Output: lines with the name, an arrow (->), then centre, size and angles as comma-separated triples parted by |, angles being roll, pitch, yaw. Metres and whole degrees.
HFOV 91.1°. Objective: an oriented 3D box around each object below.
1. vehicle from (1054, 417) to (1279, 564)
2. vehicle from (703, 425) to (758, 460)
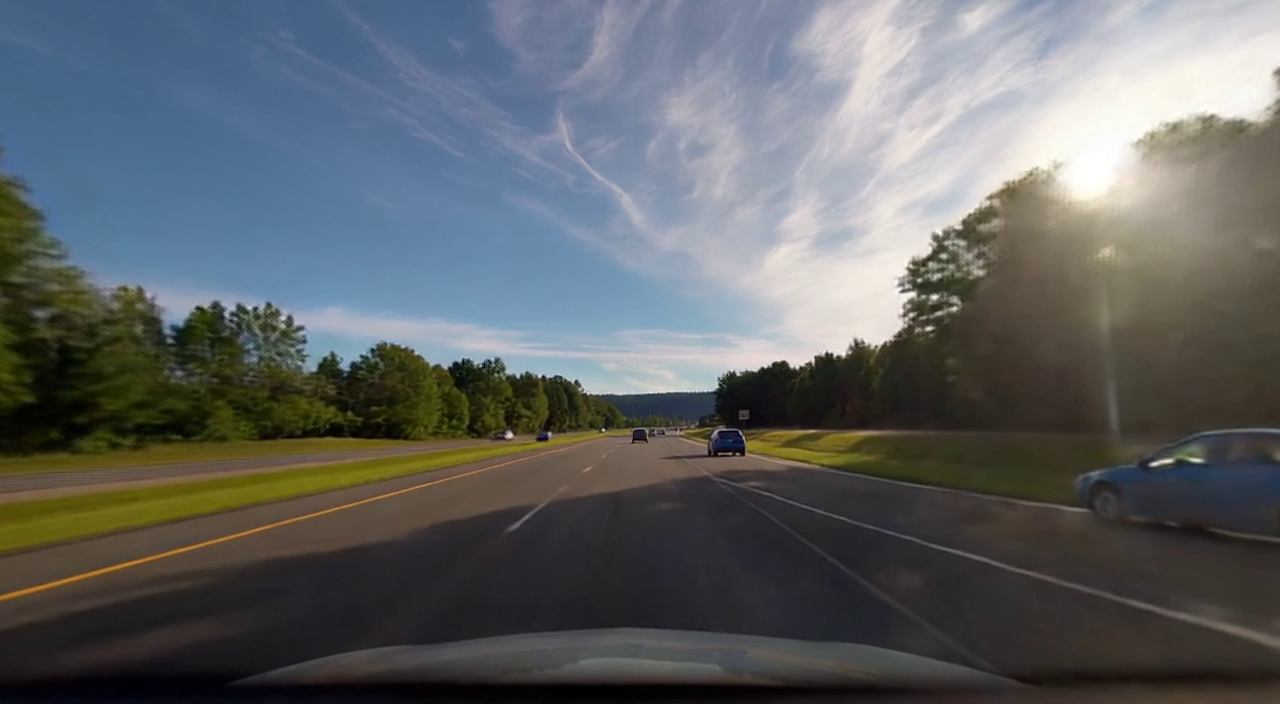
vehicle -> 7.421, 1.491, 7.023 | 1.992, 1.486, 4.406 | 2, -8, -13
vehicle -> 4.091, 4.174, 29.111 | 1.765, 1.510, 3.762 | 0, -8, -4
